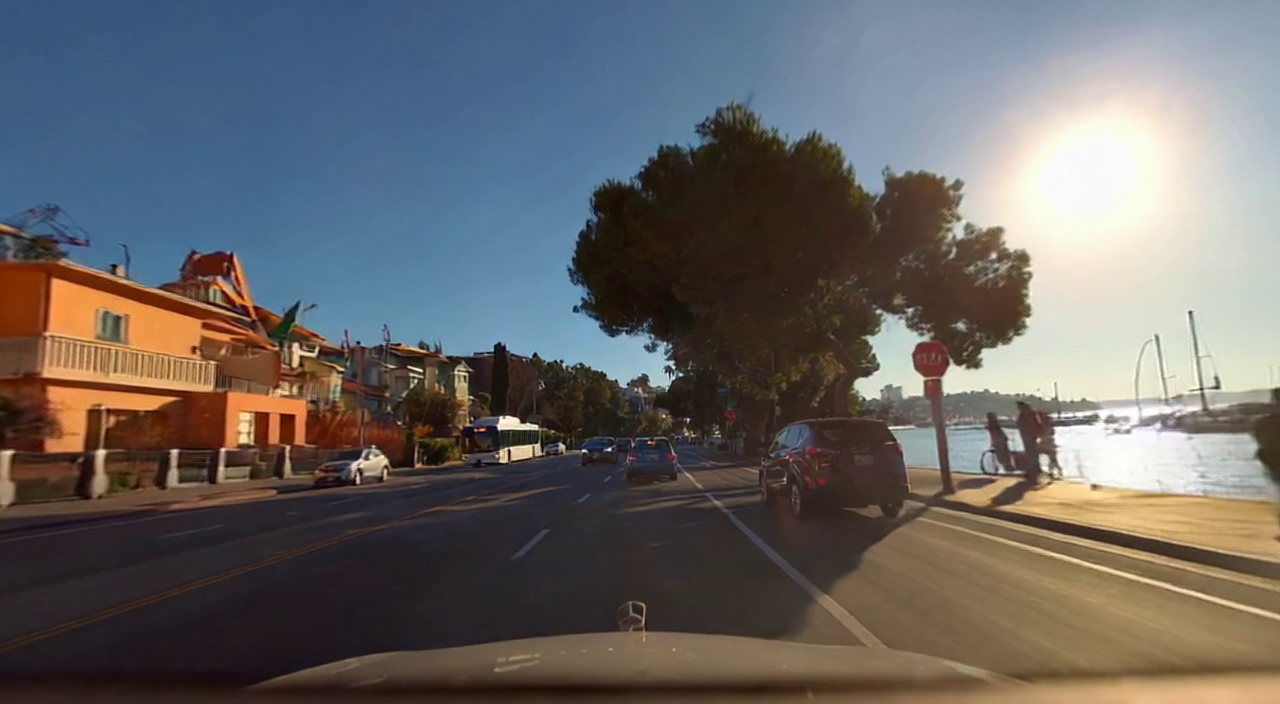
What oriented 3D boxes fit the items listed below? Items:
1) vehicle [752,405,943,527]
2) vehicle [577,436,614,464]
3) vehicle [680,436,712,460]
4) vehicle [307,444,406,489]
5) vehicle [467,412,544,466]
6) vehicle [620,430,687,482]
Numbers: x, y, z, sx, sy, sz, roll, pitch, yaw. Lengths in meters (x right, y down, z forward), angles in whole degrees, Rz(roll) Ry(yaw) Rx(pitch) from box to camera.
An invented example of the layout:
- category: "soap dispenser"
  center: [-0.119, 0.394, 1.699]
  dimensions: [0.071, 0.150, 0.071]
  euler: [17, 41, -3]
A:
- category: "vehicle"
  center: [3.495, 2.032, 11.688]
  dimensions: [2.000, 1.809, 4.405]
  euler: [0, -8, 0]
- category: "vehicle"
  center: [-2.762, 6.178, 40.007]
  dimensions: [1.929, 1.648, 4.114]
  euler: [-1, -8, 2]
- category: "vehicle"
  center: [4.001, 6.935, 45.662]
  dimensions: [1.876, 1.626, 3.851]
  euler: [0, -8, -1]
- category: "vehicle"
  center: [-10.349, 4.186, 23.360]
  dimensions: [1.731, 1.489, 3.841]
  euler: [-1, -8, 3]
- category: "vehicle"
  center: [-9.410, 6.293, 45.435]
  dimensions: [2.995, 3.421, 9.259]
  euler: [-1, -8, 3]
- category: "vehicle"
  center: [0.430, 3.636, 22.198]
  dimensions: [2.132, 1.632, 3.838]
  euler: [0, -8, 0]
